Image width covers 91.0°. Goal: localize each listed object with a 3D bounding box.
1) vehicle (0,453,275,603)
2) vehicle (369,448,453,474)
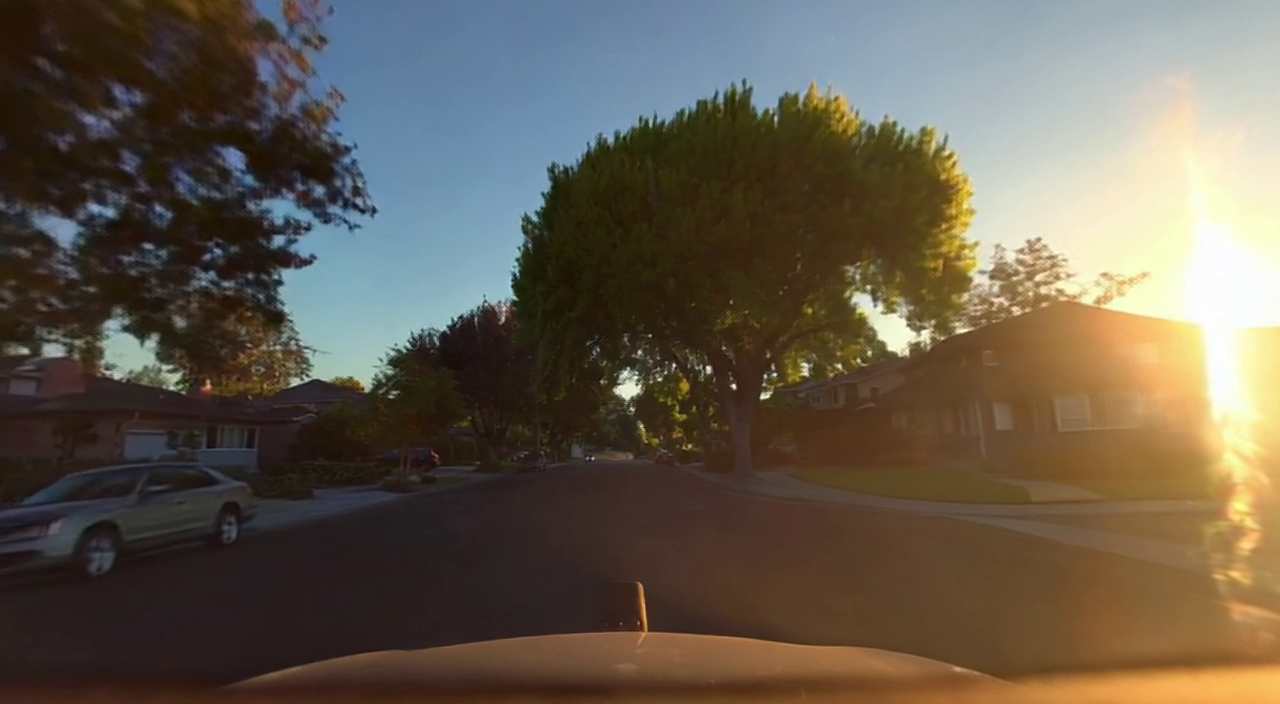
[{"bbox_3d":[-7.236,2.224,8.671,1.938,1.499,4.290,-3,-9,-1],"label":"vehicle"},{"bbox_3d":[-15.379,7.344,42.424,4.850,1.676,1.920,0,-9,2],"label":"vehicle"}]
